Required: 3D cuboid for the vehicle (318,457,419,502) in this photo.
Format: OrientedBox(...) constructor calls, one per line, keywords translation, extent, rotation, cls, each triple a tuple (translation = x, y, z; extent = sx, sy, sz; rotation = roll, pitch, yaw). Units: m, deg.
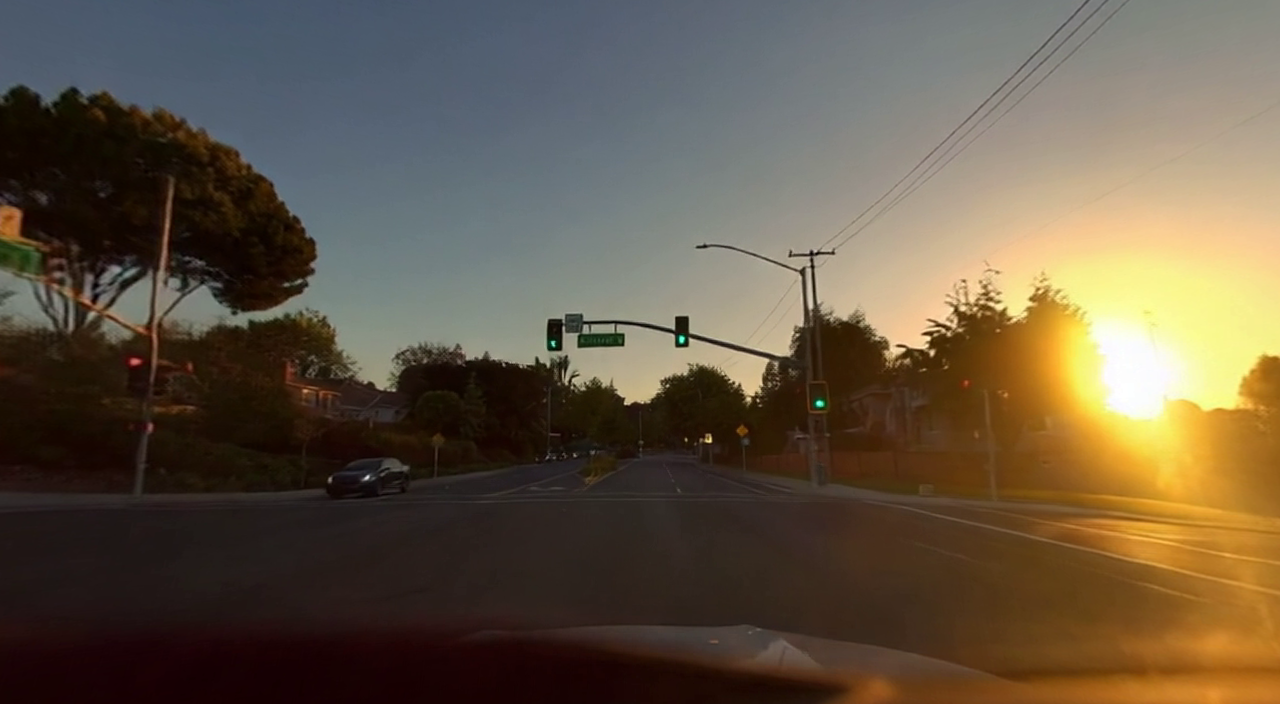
OrientedBox(translation=(-10.374, 4.873, 24.546), extent=(1.983, 1.482, 4.190), rotation=(-1, -9, 1), cls="vehicle")
